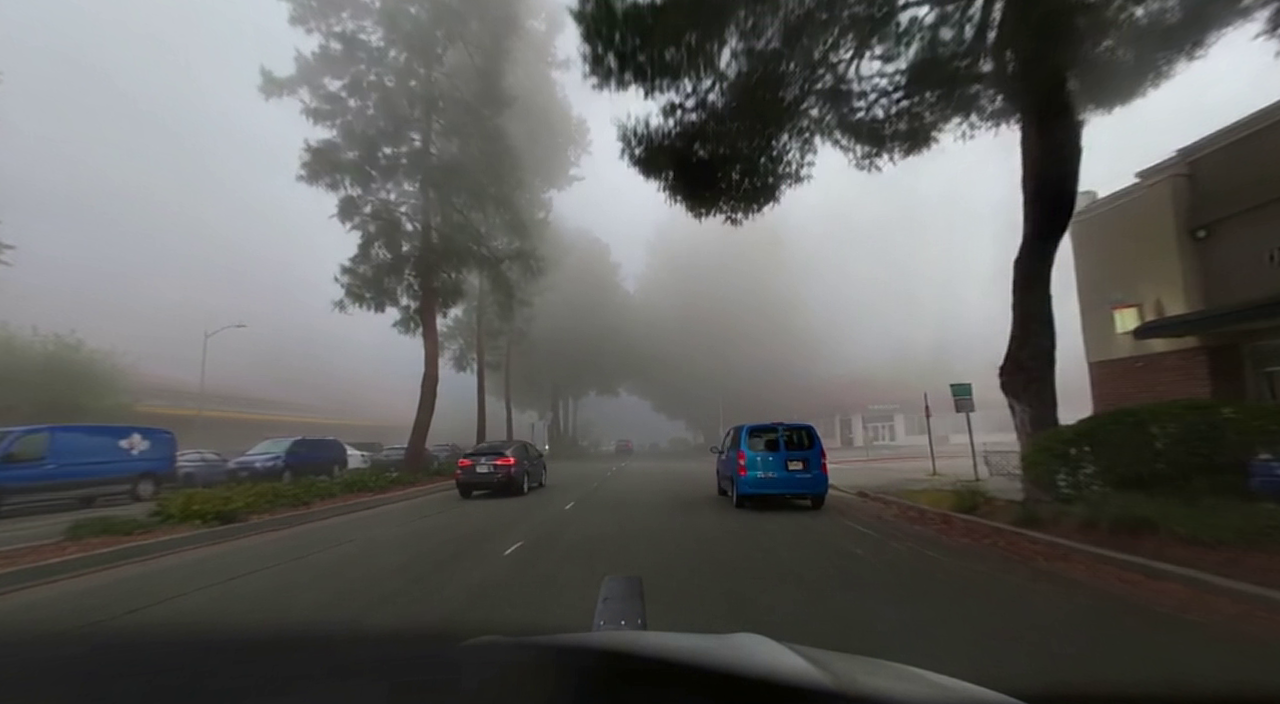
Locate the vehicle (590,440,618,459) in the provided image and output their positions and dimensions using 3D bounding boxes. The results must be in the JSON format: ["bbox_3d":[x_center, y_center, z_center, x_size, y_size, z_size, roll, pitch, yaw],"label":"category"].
[{"bbox_3d":[-2.761,7.607,48.950,1.840,1.442,4.050,0,-8,1],"label":"vehicle"}]

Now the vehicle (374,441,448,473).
[{"bbox_3d":[-11.303,5.214,31.357,1.959,1.488,4.390,-1,-8,2],"label":"vehicle"}]

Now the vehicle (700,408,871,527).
[{"bbox_3d":[2.405,2.087,11.790,2.293,1.779,4.457,-1,-8,2],"label":"vehicle"}]

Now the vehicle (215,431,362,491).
[{"bbox_3d":[-11.801,3.685,21.605,2.117,1.787,4.917,0,-8,1],"label":"vehicle"}]

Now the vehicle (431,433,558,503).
[{"bbox_3d":[-3.412,2.822,15.669,1.966,1.481,4.385,-1,-8,2],"label":"vehicle"}]

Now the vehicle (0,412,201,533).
[{"bbox_3d":[-11.918,2.311,12.463,2.359,2.018,5.504,0,-8,1],"label":"vehicle"}]
